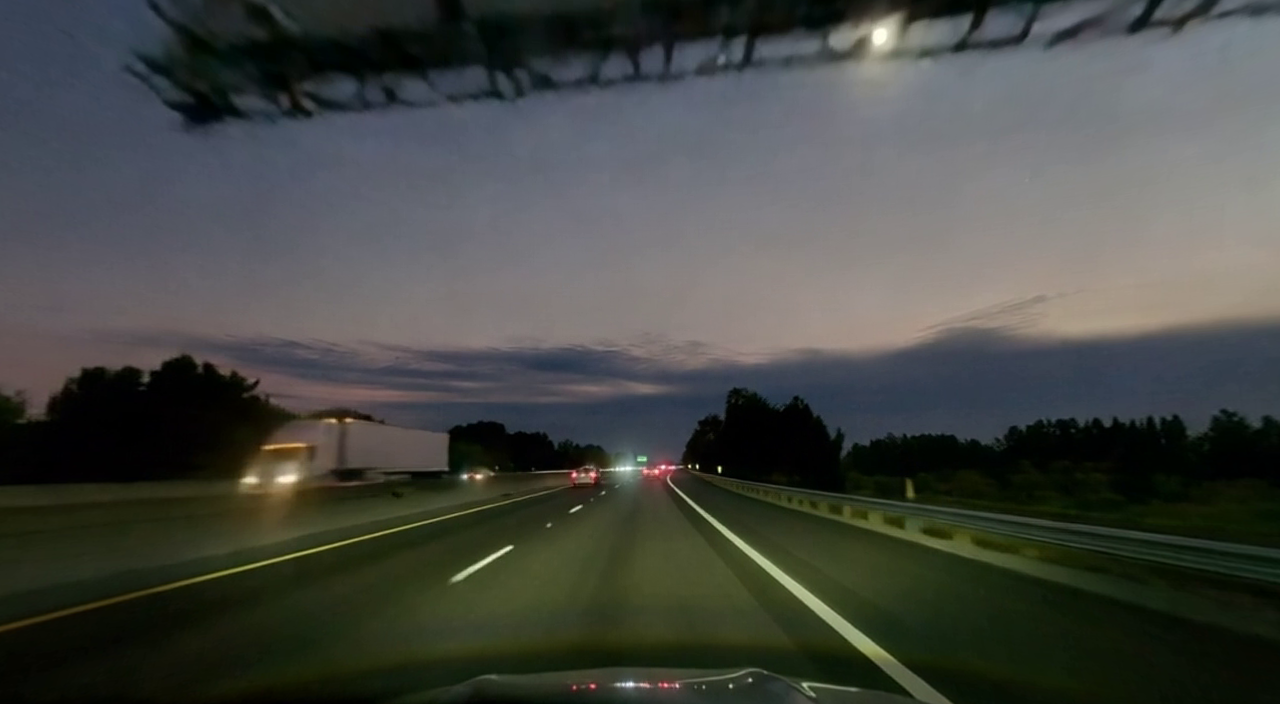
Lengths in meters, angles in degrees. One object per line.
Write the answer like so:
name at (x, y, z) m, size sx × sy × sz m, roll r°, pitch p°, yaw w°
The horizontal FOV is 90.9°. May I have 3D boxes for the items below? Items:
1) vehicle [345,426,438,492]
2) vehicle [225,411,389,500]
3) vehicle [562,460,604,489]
vehicle at (-16.915, 7.442, 43.650) m, size 2.842 × 4.039 × 7.958 m, roll 1°, pitch -11°, yaw 2°
vehicle at (-17.202, 5.645, 33.800) m, size 3.004 × 4.014 × 9.919 m, roll 1°, pitch -11°, yaw 2°
vehicle at (-3.648, 8.011, 41.394) m, size 2.160 × 1.721 × 4.368 m, roll 0°, pitch -11°, yaw 2°
